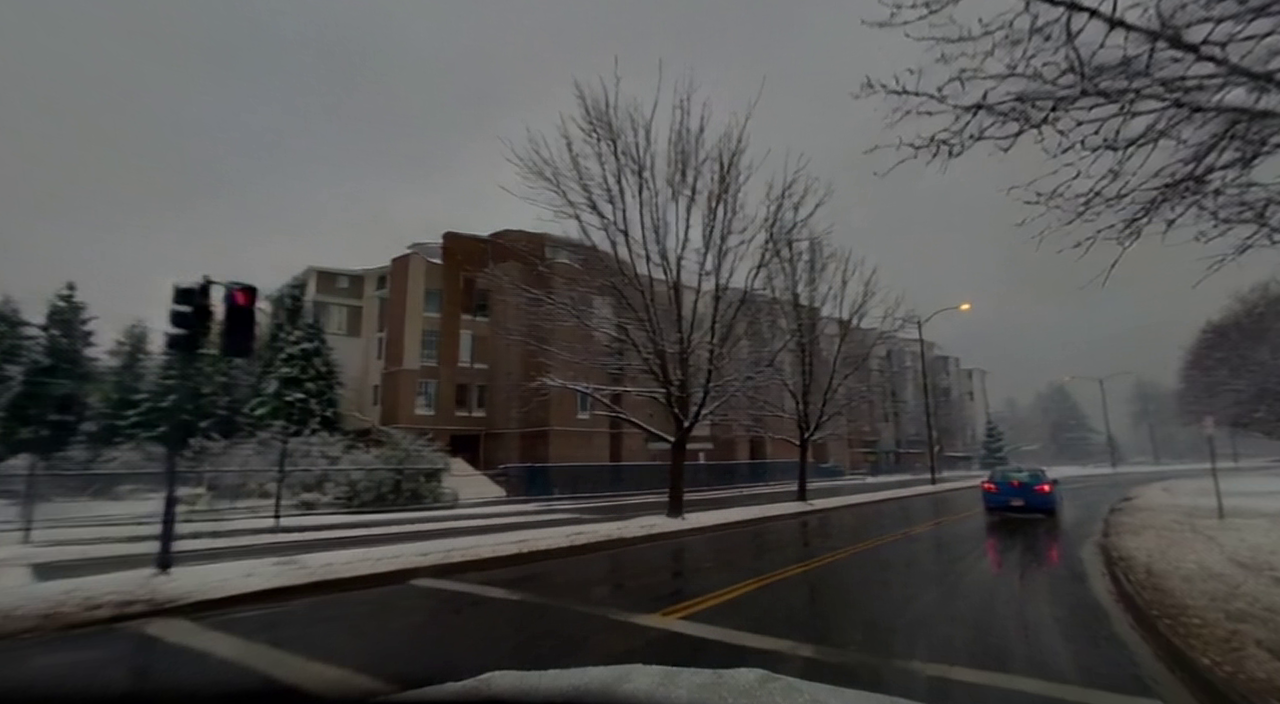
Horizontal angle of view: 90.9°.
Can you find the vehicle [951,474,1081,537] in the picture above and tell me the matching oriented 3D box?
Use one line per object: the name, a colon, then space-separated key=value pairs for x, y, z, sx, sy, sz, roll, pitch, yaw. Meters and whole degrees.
vehicle: x=9.495 y=3.682 z=15.669 sx=1.972 sy=1.250 sz=5.282 roll=-8 pitch=-13 yaw=38
